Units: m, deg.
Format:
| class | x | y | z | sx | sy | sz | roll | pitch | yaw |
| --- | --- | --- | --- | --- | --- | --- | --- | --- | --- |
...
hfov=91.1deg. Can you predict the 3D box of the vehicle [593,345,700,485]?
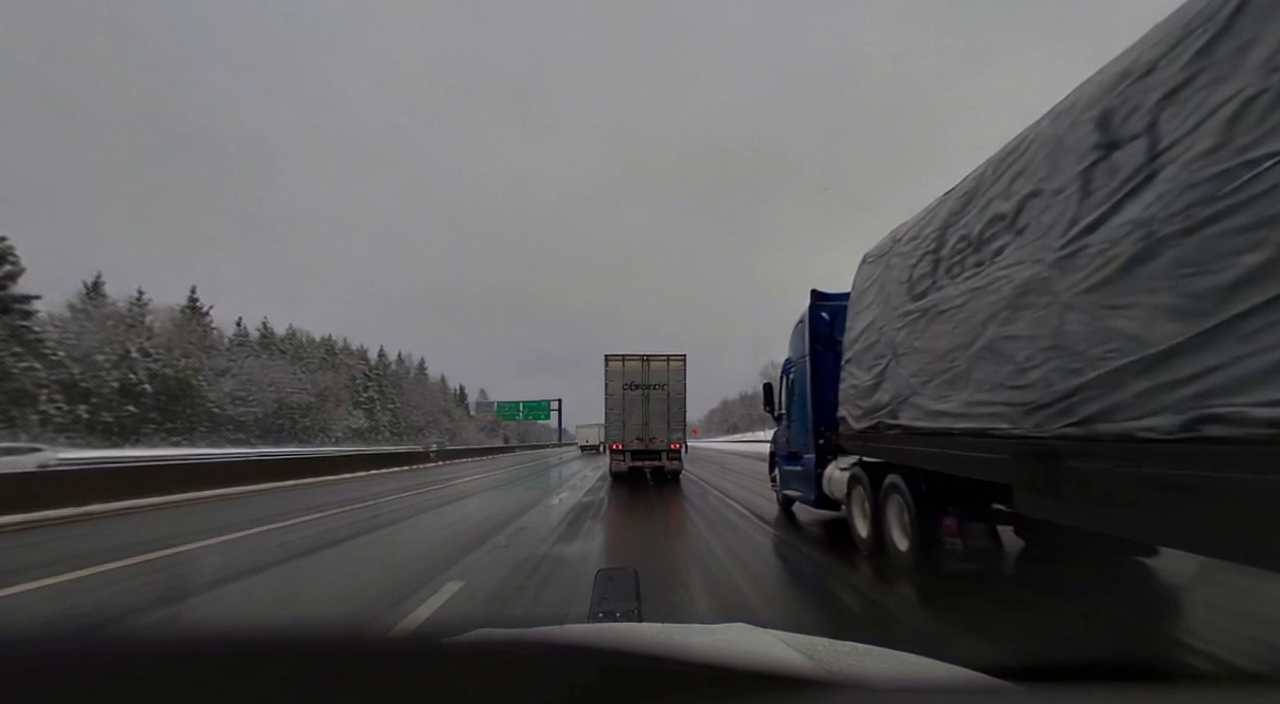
| class | x | y | z | sx | sy | sz | roll | pitch | yaw |
| --- | --- | --- | --- | --- | --- | --- | --- | --- | --- |
| vehicle | 0.077 | 2.372 | 22.369 | 2.920 | 3.860 | 10.035 | 0 | -8 | -1 |
